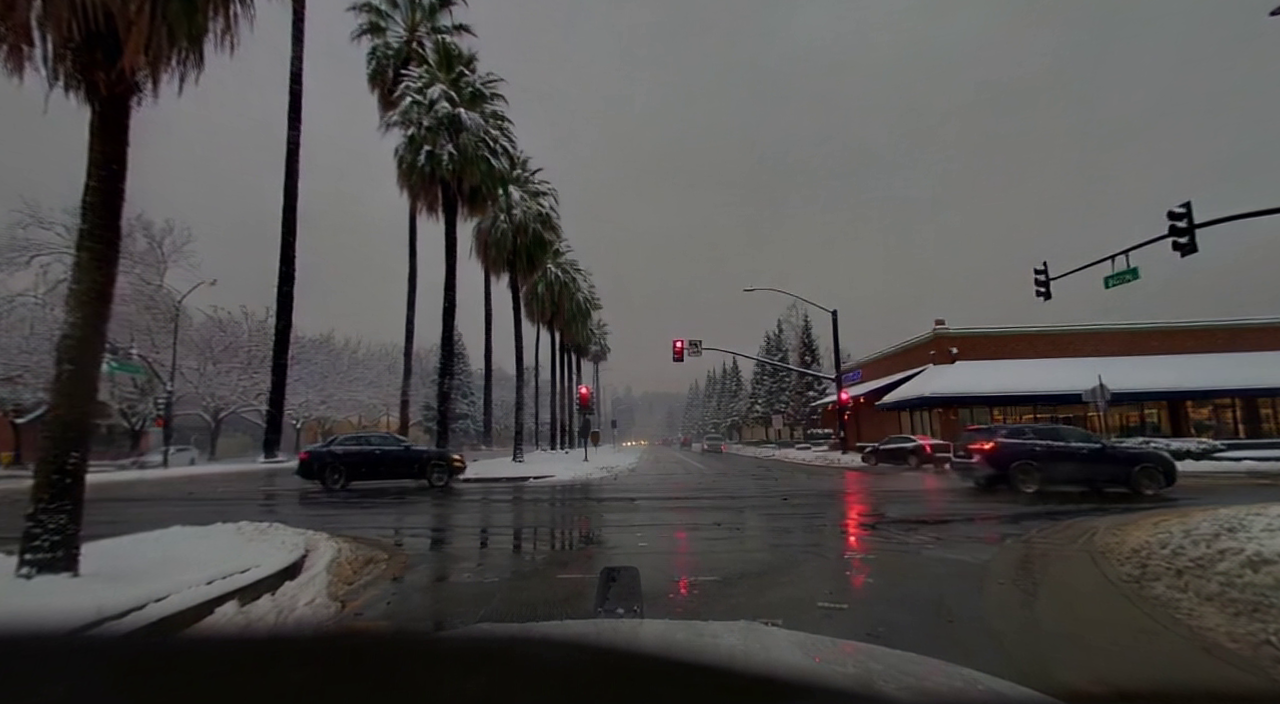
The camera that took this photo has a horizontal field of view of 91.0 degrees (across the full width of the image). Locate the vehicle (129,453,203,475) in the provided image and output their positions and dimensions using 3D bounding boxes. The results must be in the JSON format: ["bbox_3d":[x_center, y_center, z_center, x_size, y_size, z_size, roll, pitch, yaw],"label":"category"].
[{"bbox_3d":[-37.286,8.820,49.701,2.160,1.565,4.868,0,-9,-1],"label":"vehicle"}]

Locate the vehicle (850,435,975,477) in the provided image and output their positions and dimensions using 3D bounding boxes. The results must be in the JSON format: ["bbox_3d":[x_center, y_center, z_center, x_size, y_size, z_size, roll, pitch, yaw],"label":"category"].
[{"bbox_3d":[12.059,4.577,27.928,4.722,1.717,2.000,-5,-10,33],"label":"vehicle"}]

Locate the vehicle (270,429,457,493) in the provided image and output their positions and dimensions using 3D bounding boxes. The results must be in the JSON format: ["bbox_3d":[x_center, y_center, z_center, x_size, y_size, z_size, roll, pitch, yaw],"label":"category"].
[{"bbox_3d":[-8.392,3.282,19.307,4.854,1.699,2.152,6,-10,-35],"label":"vehicle"}]

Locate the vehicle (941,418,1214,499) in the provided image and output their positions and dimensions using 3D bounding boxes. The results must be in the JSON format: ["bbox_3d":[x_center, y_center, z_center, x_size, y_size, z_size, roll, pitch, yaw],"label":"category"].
[{"bbox_3d":[11.389,2.805,16.720,5.619,1.951,2.321,1,-8,-5],"label":"vehicle"}]
